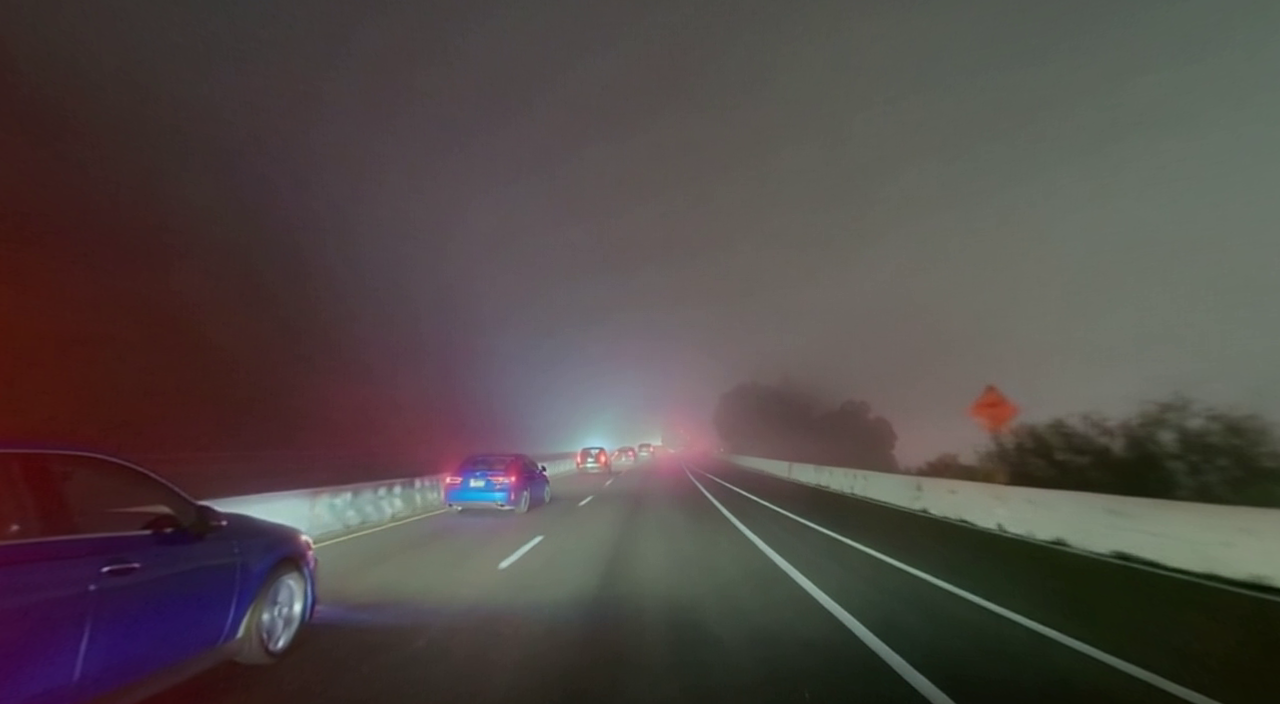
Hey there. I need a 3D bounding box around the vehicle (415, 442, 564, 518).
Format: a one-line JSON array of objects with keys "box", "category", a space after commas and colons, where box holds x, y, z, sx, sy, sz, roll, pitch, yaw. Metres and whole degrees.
[{"box": [-2.932, 2.597, 13.249, 2.061, 1.330, 3.928, 0, -9, 2], "category": "vehicle"}]

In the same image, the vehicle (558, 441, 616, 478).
[{"box": [-2.254, 4.731, 27.935, 2.094, 1.480, 4.124, 0, -9, 2], "category": "vehicle"}]
